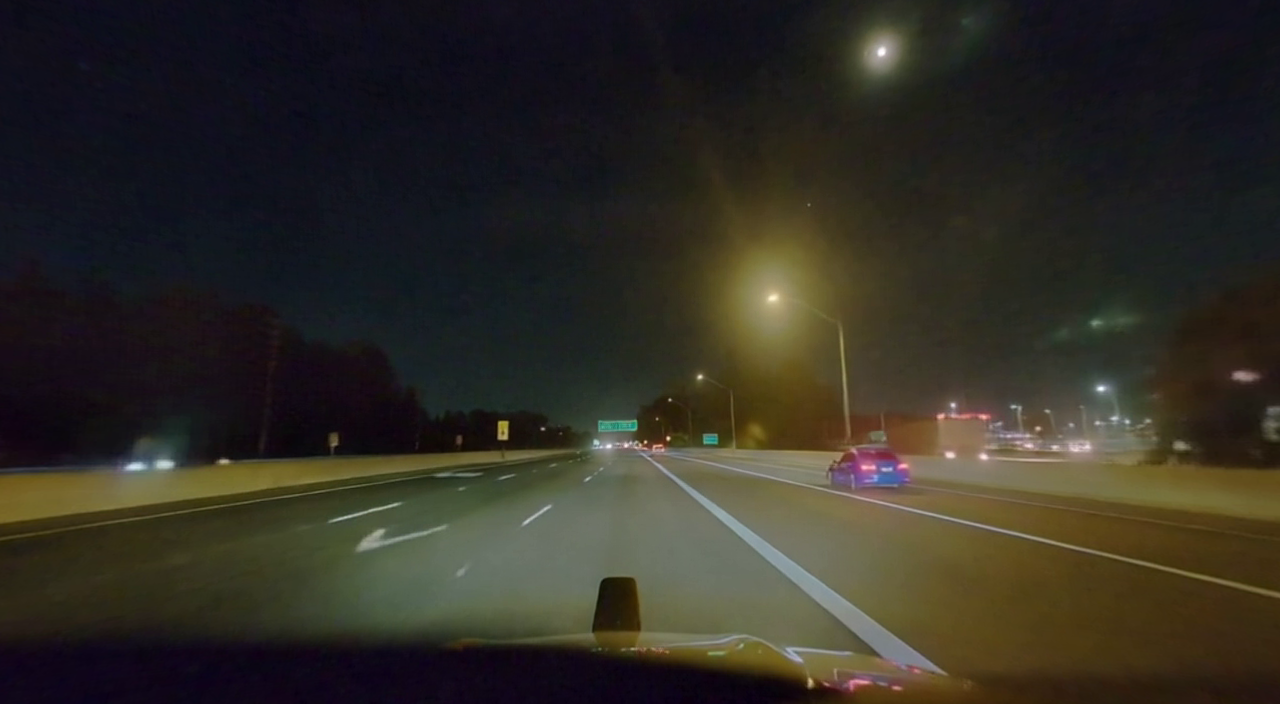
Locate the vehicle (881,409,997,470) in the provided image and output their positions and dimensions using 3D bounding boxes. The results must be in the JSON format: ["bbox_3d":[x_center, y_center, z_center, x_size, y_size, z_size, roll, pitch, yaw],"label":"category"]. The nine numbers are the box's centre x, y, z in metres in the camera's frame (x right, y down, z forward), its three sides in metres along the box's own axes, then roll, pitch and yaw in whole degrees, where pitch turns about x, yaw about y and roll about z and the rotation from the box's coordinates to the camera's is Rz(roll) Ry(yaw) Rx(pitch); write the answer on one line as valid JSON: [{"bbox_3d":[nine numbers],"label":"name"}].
[{"bbox_3d":[20.640,6.241,44.700,2.841,3.731,10.555,0,-9,-1],"label":"vehicle"}]

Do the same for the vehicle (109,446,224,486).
[{"bbox_3d":[-22.840,5.472,30.760,1.961,1.692,4.636,0,-8,1],"label":"vehicle"}]

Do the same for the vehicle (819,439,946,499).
[{"bbox_3d":[6.922,3.340,18.639,1.958,1.498,4.447,1,-8,-1],"label":"vehicle"}]
